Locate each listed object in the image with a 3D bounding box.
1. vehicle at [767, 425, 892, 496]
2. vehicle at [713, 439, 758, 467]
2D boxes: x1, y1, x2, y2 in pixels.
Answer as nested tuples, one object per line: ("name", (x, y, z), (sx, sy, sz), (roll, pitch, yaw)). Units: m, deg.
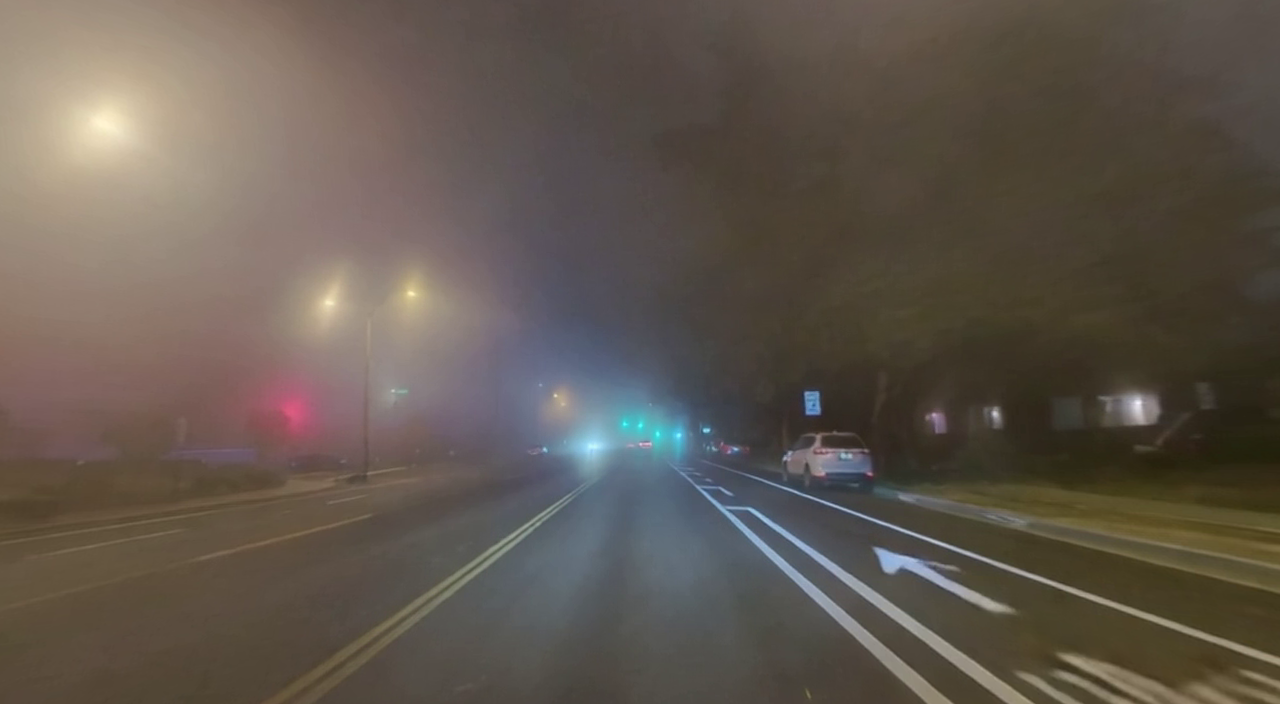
("vehicle", (5.191, 3.043, 18.017), (2.140, 1.739, 4.721), (0, -8, 0))
("vehicle", (5.465, 5.809, 36.360), (1.851, 1.487, 4.566), (0, -8, -1))
